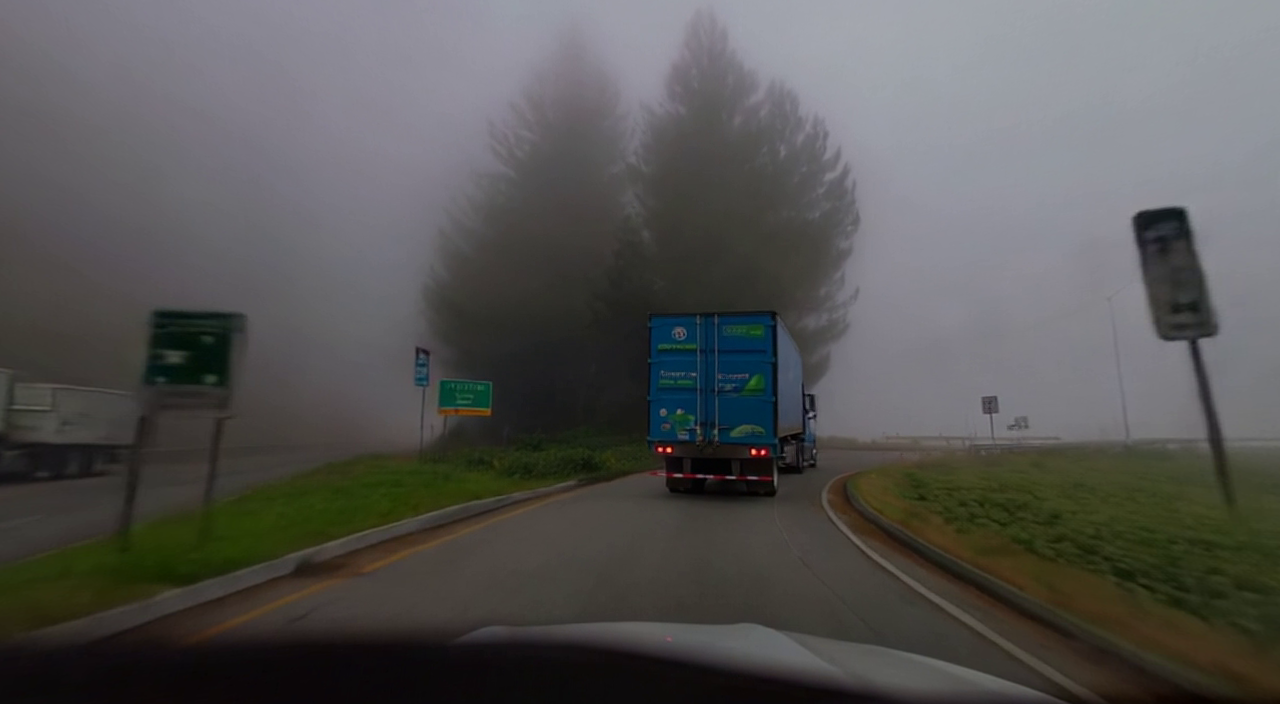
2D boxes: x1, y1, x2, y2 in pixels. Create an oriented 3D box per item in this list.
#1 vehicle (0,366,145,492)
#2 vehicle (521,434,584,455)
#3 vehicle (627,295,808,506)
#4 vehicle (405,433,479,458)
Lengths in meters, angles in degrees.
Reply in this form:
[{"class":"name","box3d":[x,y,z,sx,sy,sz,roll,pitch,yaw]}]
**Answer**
[{"class":"vehicle","box3d":[-20.360,2.488,19.832,2.783,3.629,10.707,1,-8,-12]},{"class":"vehicle","box3d":[-6.500,6.844,46.723,4.350,1.410,1.726,2,-8,-21]},{"class":"vehicle","box3d":[2.481,1.453,15.714,2.937,3.647,9.344,-3,-8,16]},{"class":"vehicle","box3d":[-13.666,6.430,43.535,4.578,1.573,1.806,3,-9,-28]}]
